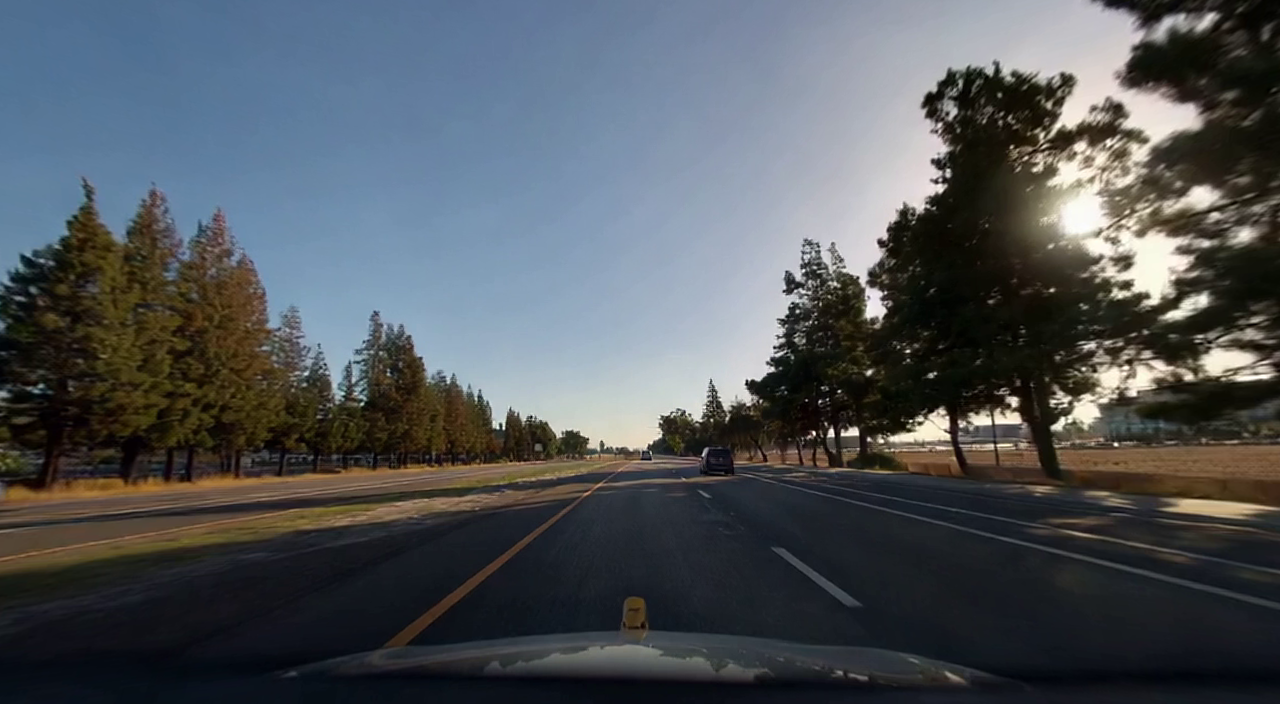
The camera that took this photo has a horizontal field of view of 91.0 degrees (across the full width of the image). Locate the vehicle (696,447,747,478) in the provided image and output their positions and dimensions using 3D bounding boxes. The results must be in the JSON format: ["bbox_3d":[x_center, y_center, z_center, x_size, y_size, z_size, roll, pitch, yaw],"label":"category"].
[{"bbox_3d":[4.257,5.868,33.642,2.115,1.522,4.330,0,-9,0],"label":"vehicle"}]
